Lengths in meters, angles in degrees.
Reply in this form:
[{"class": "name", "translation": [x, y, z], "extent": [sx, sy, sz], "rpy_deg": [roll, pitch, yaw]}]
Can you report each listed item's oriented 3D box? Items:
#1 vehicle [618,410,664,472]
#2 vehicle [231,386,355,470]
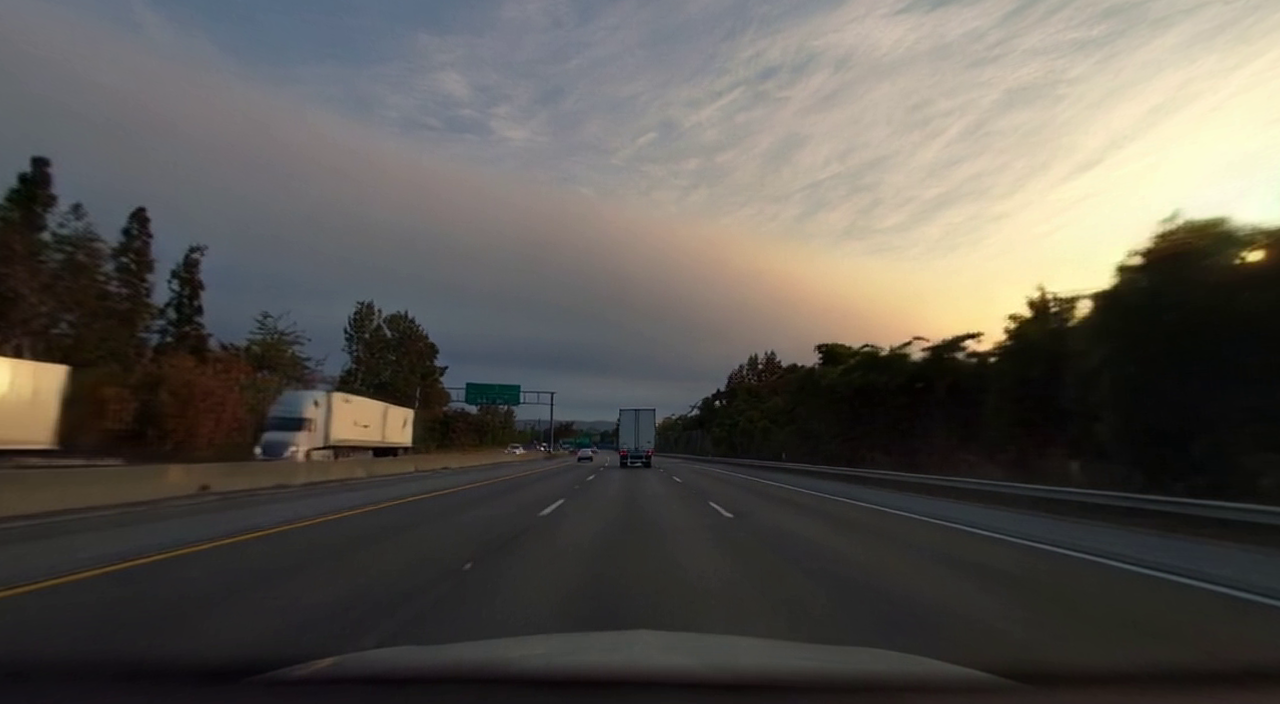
[{"class": "vehicle", "translation": [-0.121, 6.593, 46.288], "extent": [2.962, 3.953, 10.696], "rpy_deg": [0, -9, -2]}, {"class": "vehicle", "translation": [-17.483, 3.973, 32.342], "extent": [2.981, 3.909, 5.851], "rpy_deg": [0, -9, -1]}]
